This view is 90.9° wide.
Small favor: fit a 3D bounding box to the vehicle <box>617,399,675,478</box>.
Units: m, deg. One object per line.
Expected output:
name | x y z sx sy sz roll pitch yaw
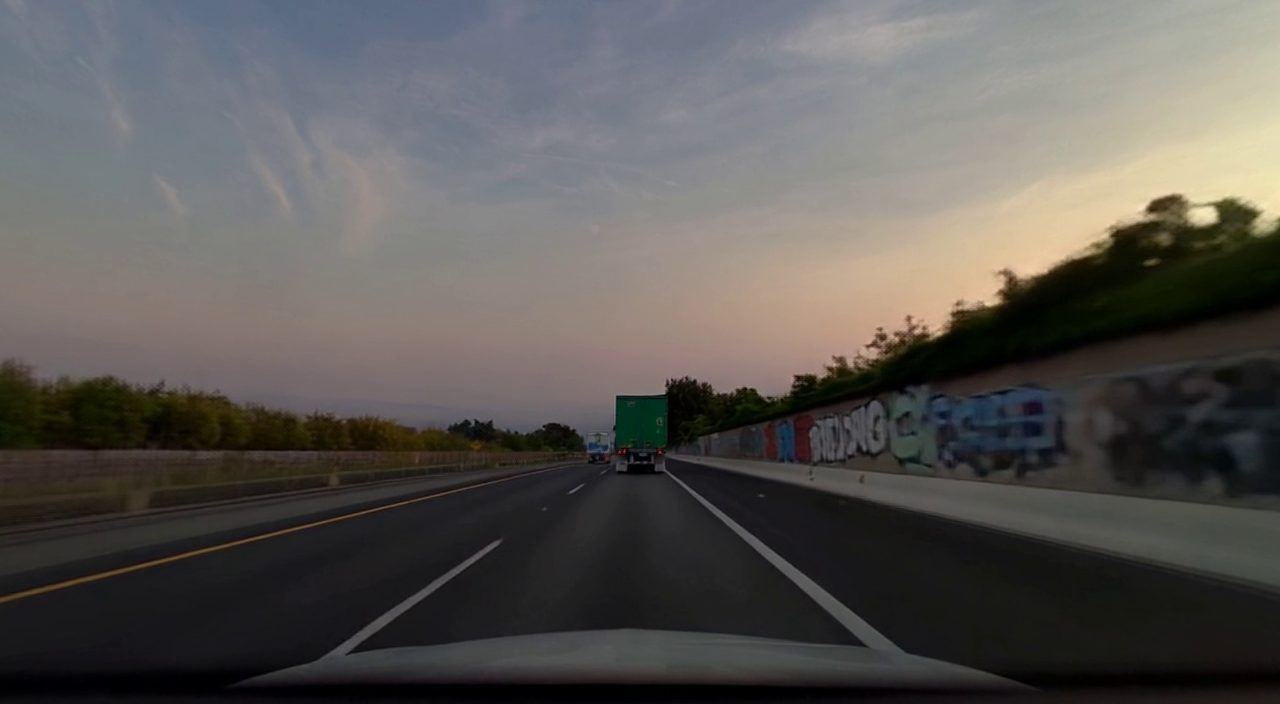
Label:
vehicle | 0.173 5.112 36.633 2.900 3.955 10.151 0 -9 -1
